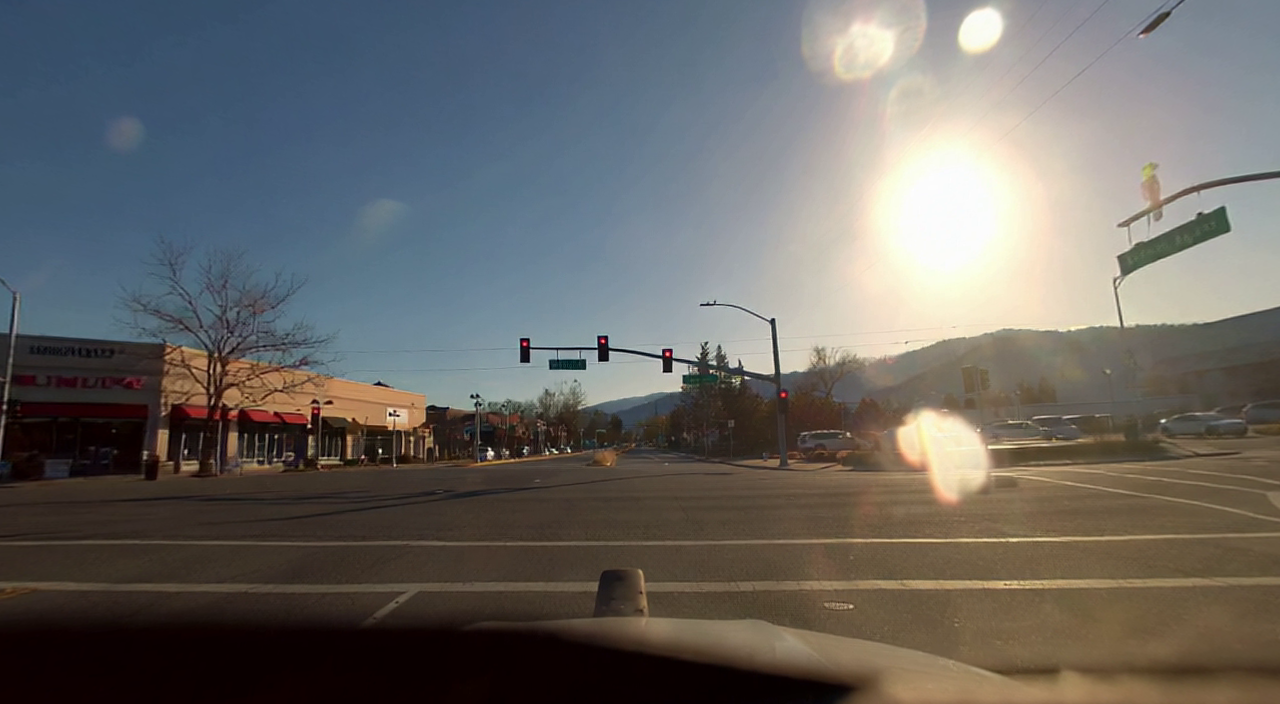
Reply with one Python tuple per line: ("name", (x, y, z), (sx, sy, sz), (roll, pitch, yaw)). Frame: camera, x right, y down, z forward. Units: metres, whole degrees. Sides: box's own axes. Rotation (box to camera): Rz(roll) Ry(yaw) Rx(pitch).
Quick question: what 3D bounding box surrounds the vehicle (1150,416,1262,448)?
("vehicle", (28.274, 4.073, 31.712), (1.799, 1.459, 4.266), (0, -8, 3))
